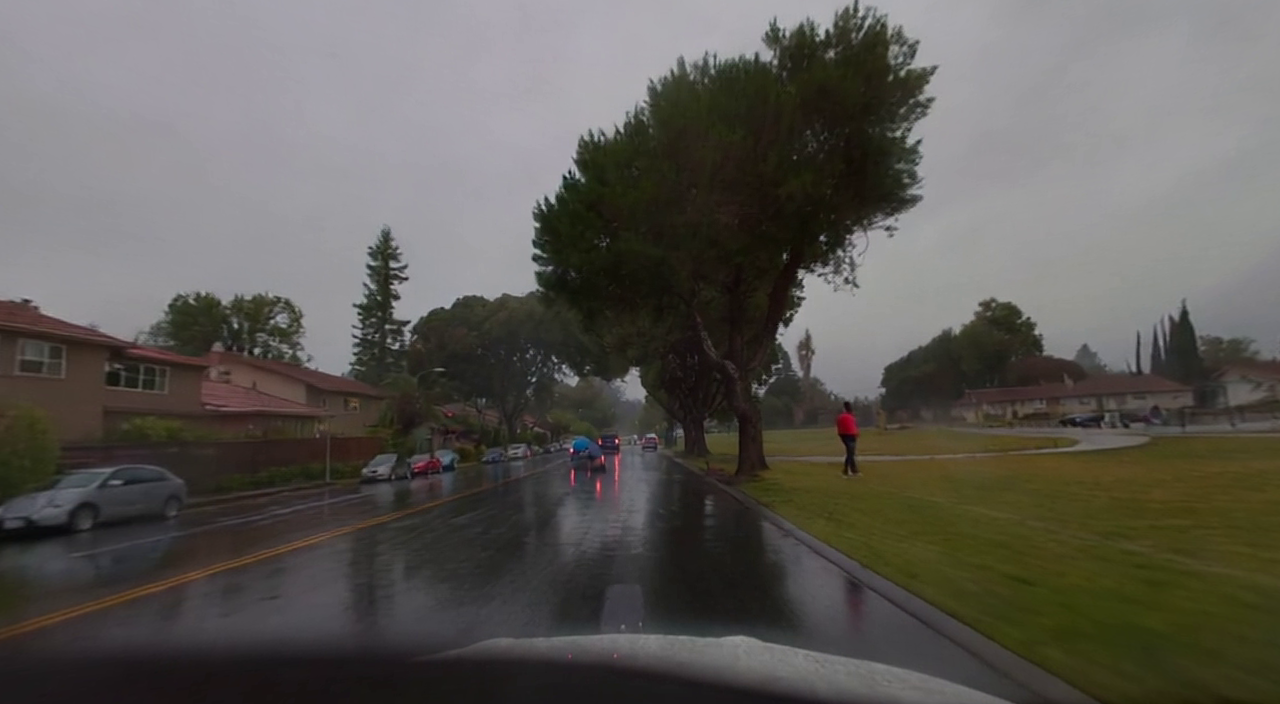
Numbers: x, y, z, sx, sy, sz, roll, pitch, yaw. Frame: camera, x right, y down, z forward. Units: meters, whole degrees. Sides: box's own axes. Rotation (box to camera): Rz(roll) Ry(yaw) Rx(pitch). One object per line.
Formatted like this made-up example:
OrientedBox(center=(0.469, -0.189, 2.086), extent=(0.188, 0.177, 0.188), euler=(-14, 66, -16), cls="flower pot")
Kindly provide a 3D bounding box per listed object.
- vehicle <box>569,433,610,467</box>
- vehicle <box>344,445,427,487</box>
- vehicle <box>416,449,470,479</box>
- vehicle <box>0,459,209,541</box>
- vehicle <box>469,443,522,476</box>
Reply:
OrientedBox(center=(-2.847, 5.628, 36.131), extent=(1.908, 1.809, 4.230), euler=(0, -8, 1), cls="vehicle")
OrientedBox(center=(-11.934, 5.344, 29.850), extent=(1.904, 1.728, 4.997), euler=(1, -8, -1), cls="vehicle")
OrientedBox(center=(-11.936, 6.794, 38.328), extent=(1.910, 1.462, 4.581), euler=(-4, -7, -2), cls="vehicle")
OrientedBox(center=(-12.345, 3.206, 14.235), extent=(1.887, 1.469, 4.691), euler=(0, -9, -1), cls="vehicle")
OrientedBox(center=(-8.752, 6.524, 38.417), extent=(2.019, 1.907, 4.697), euler=(0, -8, 2), cls="vehicle")
